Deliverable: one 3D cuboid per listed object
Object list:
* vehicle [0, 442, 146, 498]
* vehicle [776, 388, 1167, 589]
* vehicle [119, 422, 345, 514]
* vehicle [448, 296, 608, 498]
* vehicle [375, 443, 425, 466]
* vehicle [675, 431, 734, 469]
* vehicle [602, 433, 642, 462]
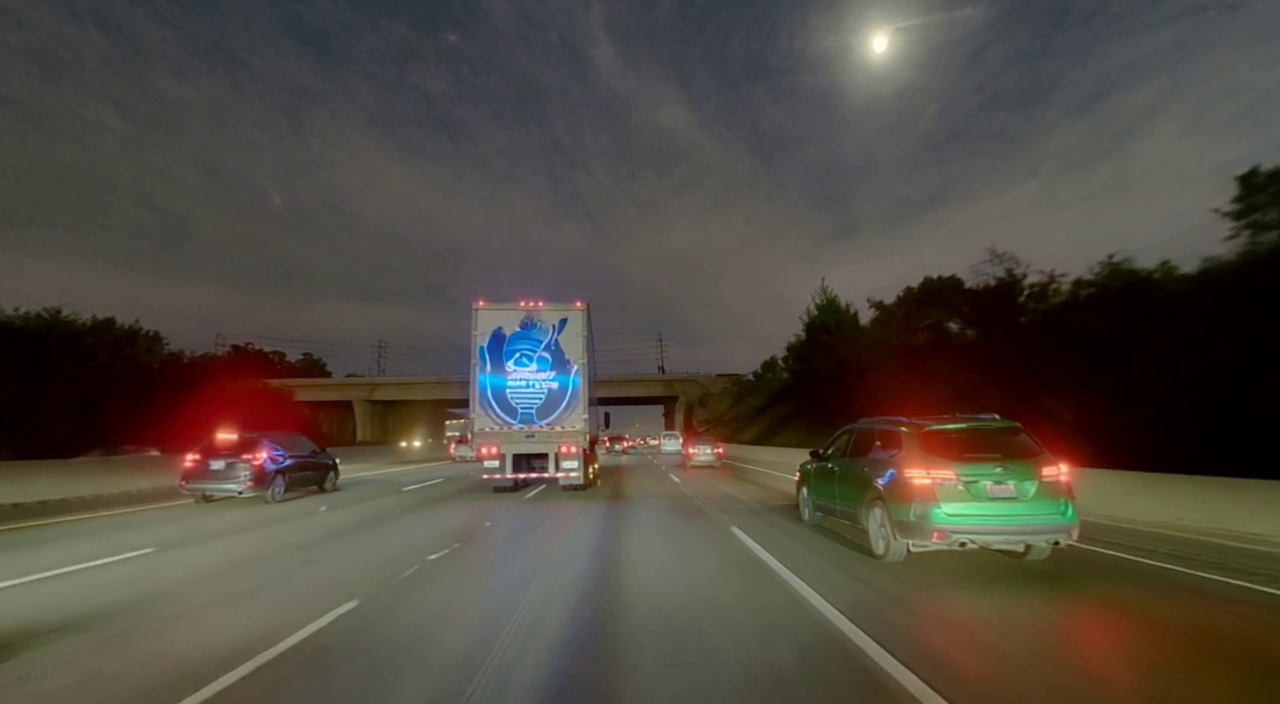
[{"bbox_3d":[-19.882,3.968,21.671,2.008,1.646,4.615,0,-8,-1],"label":"vehicle"},{"bbox_3d":[3.248,1.422,7.479,2.118,1.647,4.400,0,-8,-2],"label":"vehicle"},{"bbox_3d":[-8.544,2.429,13.796,2.048,1.652,4.421,0,-8,-1],"label":"vehicle"},{"bbox_3d":[-2.487,1.481,16.783,2.911,3.787,9.905,1,-8,-5],"label":"vehicle"},{"bbox_3d":[-17.070,7.304,44.985,1.874,1.491,4.393,0,-8,0],"label":"vehicle"},{"bbox_3d":[2.776,4.339,28.194,2.003,1.519,4.580,0,-8,-2],"label":"vehicle"},{"bbox_3d":[-1.002,5.435,36.040,2.168,1.547,4.618,0,-8,-1],"label":"vehicle"}]
